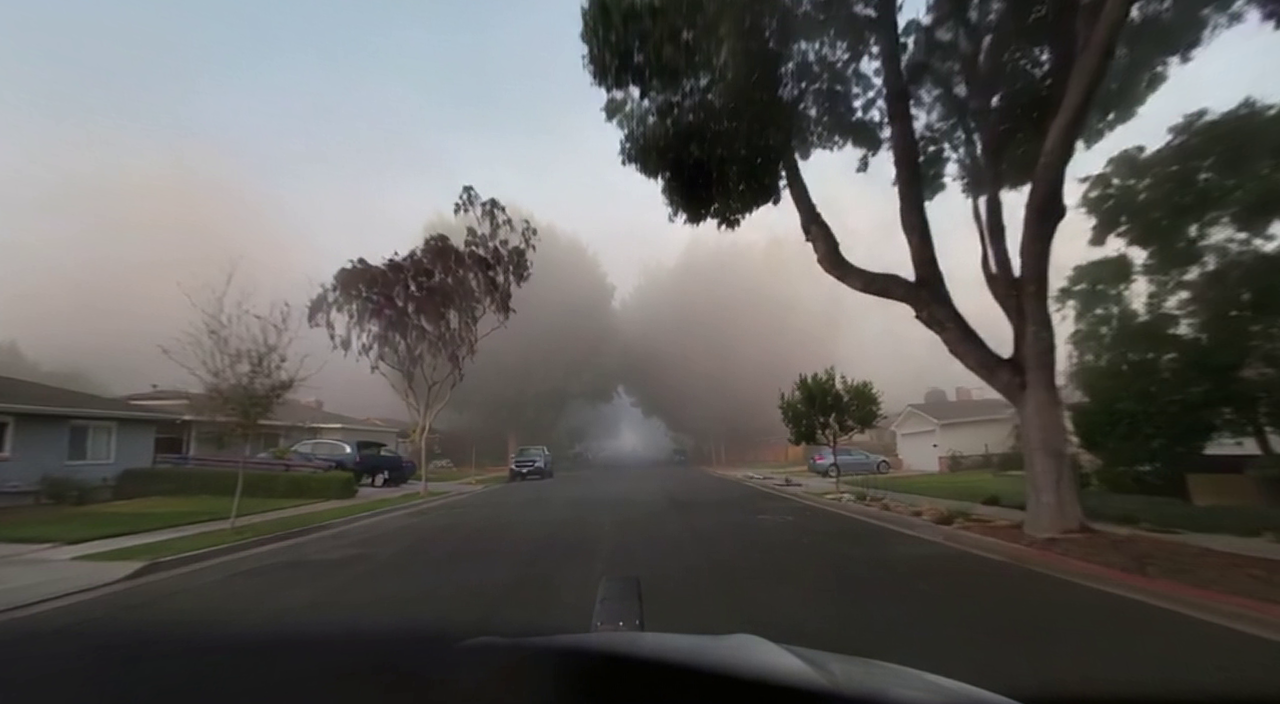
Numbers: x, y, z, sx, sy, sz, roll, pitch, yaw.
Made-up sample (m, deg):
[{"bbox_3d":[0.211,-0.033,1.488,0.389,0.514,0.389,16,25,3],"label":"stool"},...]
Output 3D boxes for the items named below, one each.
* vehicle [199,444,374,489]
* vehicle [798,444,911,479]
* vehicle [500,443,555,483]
[{"bbox_3d":[-12.523,4.076,22.663,5.040,1.541,2.042,0,-9,0],"label":"vehicle"},{"bbox_3d":[9.941,5.084,29.507,4.497,1.564,1.948,0,-9,-2],"label":"vehicle"},{"bbox_3d":[-5.968,5.933,34.243,2.341,1.942,5.044,0,-9,-3],"label":"vehicle"}]
